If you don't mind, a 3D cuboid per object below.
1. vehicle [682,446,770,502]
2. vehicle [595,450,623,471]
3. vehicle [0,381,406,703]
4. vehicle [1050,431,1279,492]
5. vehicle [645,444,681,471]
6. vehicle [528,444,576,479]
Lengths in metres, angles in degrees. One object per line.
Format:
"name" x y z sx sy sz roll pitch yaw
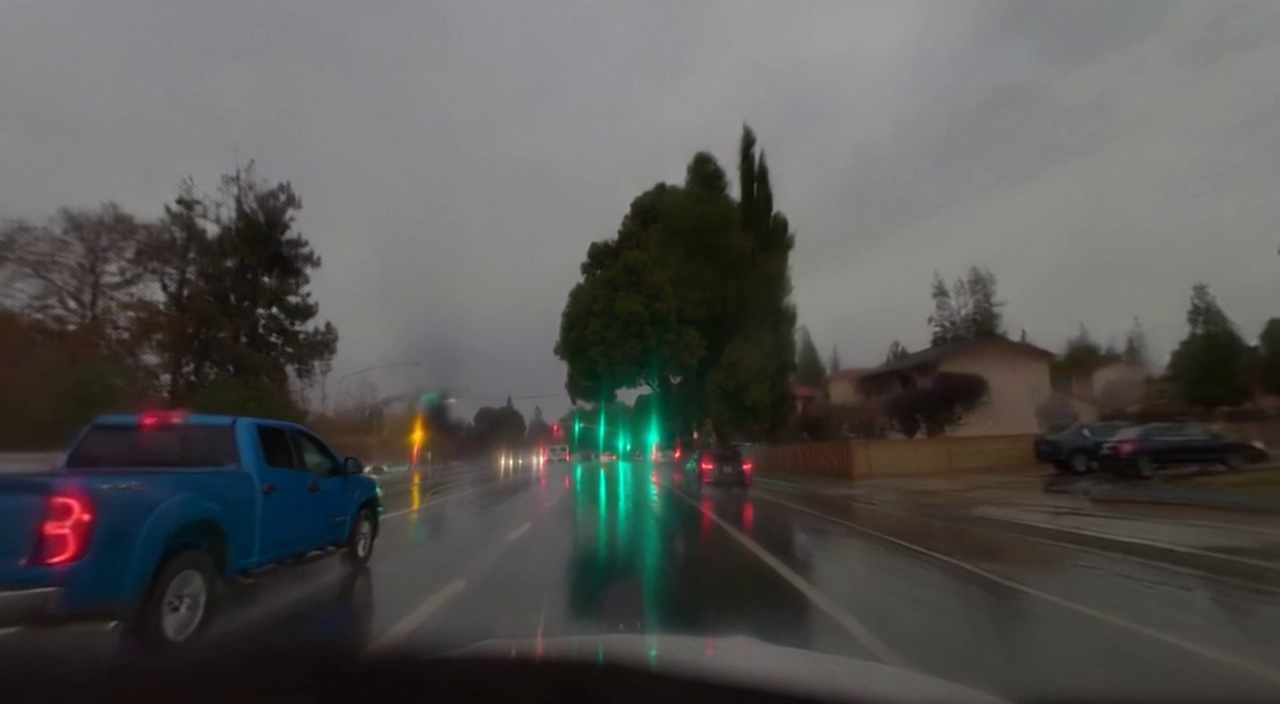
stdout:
"vehicle" 2.452 3.589 19.108 1.884 1.463 4.195 0 -9 -3
"vehicle" -2.440 8.275 48.416 2.030 1.477 4.330 0 -9 -4
"vehicle" -4.047 1.391 5.454 2.111 1.745 5.274 0 -8 -1
"vehicle" 13.611 2.796 16.316 4.597 1.439 2.062 0 -9 -1
"vehicle" 1.570 7.538 45.308 2.099 1.845 4.363 0 -9 -4
"vehicle" -4.881 6.164 35.827 2.218 1.829 4.492 0 -9 -2
